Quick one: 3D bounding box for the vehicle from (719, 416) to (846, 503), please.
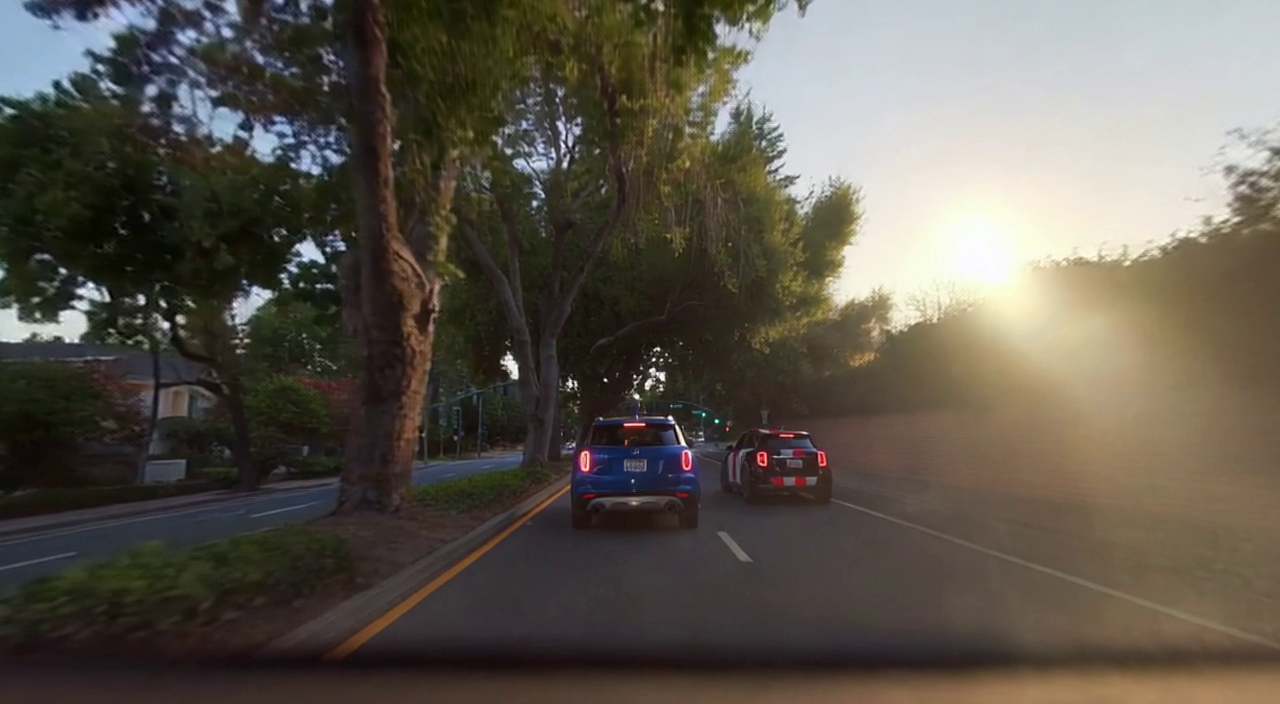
[{"bbox_3d":[3.087,2.437,14.626,1.840,1.709,4.202,0,-8,-2],"label":"vehicle"}]

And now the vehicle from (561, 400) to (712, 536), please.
[{"bbox_3d":[-0.102,1.758,9.928,1.984,1.777,3.148,0,-8,-2],"label":"vehicle"}]
